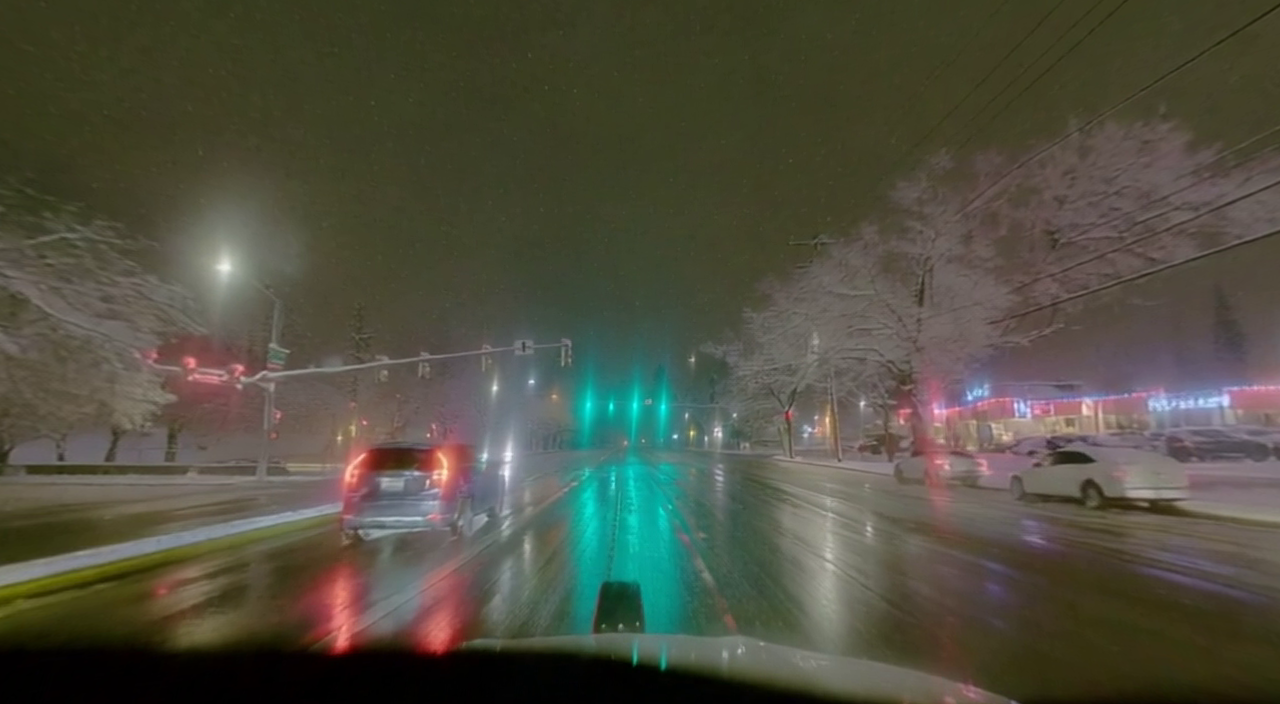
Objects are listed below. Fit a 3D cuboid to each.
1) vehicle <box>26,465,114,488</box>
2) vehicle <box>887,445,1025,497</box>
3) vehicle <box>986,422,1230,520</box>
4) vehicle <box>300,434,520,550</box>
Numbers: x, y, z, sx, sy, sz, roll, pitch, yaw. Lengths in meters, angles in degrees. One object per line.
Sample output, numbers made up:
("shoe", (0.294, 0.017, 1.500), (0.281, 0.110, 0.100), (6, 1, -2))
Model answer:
("vehicle", (-41.178, 8.989, 45.711), (4.468, 1.458, 1.985), (0, -8, 1))
("vehicle", (10.152, 3.812, 20.826), (1.987, 1.487, 4.753), (0, -8, -2))
("vehicle", (10.337, 2.646, 14.586), (1.998, 1.862, 4.658), (0, -8, 0))
("vehicle", (-3.372, 2.120, 10.269), (2.185, 1.473, 3.925), (0, -8, -2))
